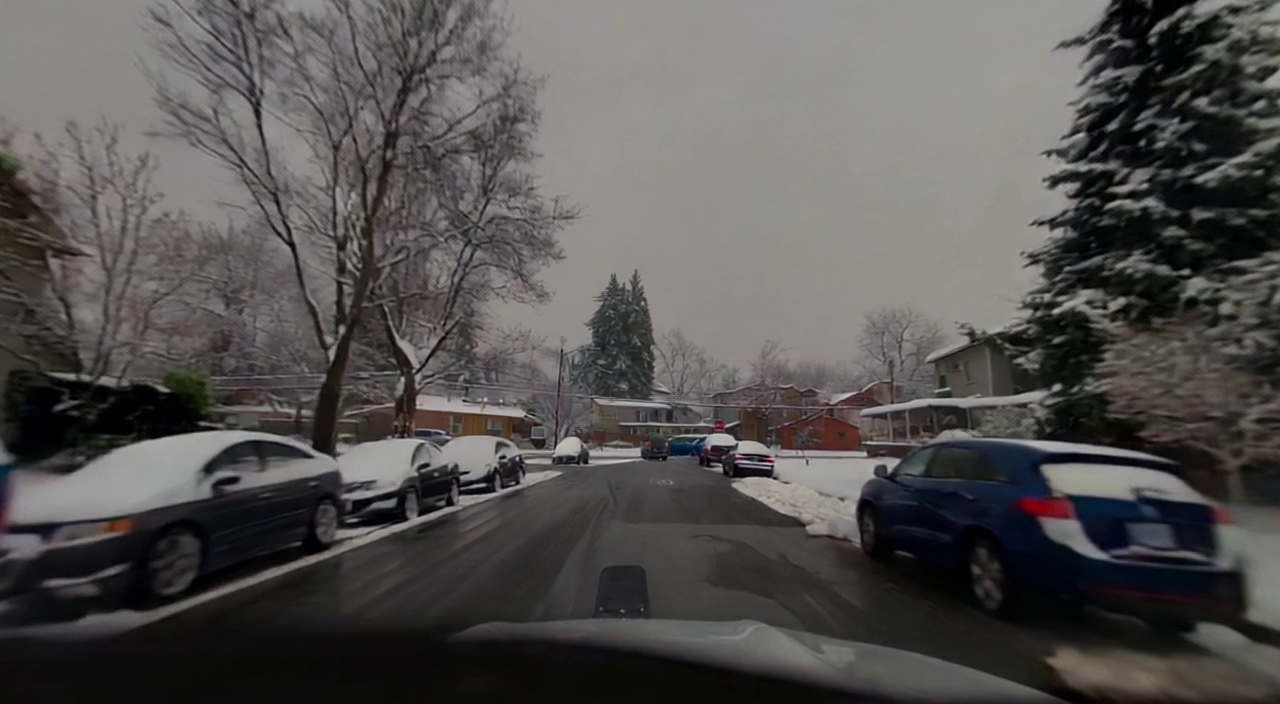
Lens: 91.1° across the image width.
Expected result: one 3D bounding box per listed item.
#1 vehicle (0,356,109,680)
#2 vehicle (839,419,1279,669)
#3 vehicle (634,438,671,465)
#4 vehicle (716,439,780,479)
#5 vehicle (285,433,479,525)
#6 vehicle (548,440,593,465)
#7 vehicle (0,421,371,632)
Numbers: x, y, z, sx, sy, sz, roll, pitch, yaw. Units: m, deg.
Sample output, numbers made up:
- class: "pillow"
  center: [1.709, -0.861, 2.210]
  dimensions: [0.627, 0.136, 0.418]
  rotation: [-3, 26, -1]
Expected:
- class: "vehicle"
  center: [-4.769, 0.676, 1.837]
  dimensions: [2.162, 1.857, 4.758]
  rotation: [2, -8, 0]
- class: "vehicle"
  center: [3.769, 1.539, 6.270]
  dimensions: [2.068, 1.558, 4.511]
  rotation: [0, -8, 0]
- class: "vehicle"
  center: [0.732, 5.856, 37.015]
  dimensions: [2.010, 1.499, 4.107]
  rotation: [0, -8, 1]
- class: "vehicle"
  center: [4.334, 4.375, 25.914]
  dimensions: [1.876, 1.477, 4.324]
  rotation: [0, -8, 0]
- class: "vehicle"
  center: [-4.819, 2.408, 12.534]
  dimensions: [1.876, 1.500, 4.361]
  rotation: [0, -8, 2]
- class: "vehicle"
  center: [-4.259, 6.253, 39.196]
  dimensions: [1.999, 1.441, 4.628]
  rotation: [-1, -8, 3]
- class: "vehicle"
  center: [-4.806, 1.561, 6.715]
  dimensions: [1.791, 1.483, 4.339]
  rotation: [0, -8, 2]
